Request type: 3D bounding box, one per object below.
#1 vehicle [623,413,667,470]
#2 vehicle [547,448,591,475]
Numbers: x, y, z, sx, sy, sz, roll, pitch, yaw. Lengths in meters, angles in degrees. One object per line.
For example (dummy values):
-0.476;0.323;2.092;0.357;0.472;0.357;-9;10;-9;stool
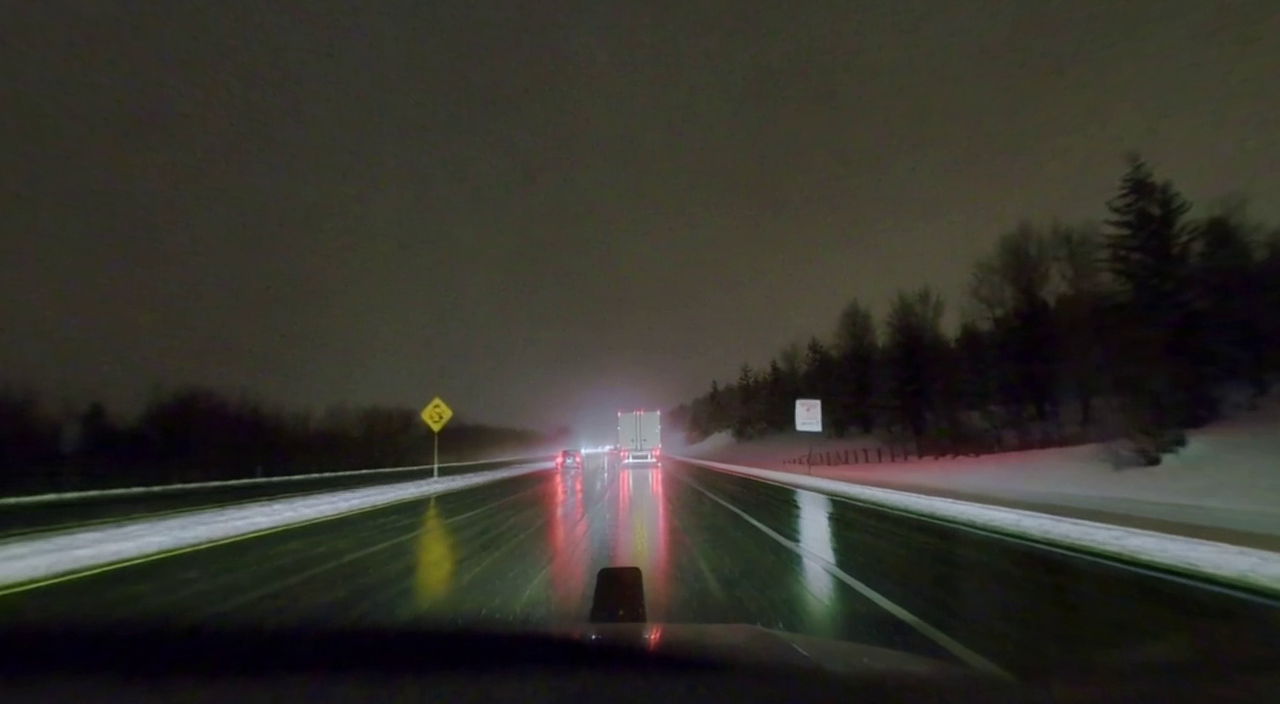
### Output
0.199;6.797;47.680;2.864;3.805;9.500;0;-9;-3;vehicle
-4.132;6.468;37.543;2.053;1.523;4.450;0;-9;1;vehicle
